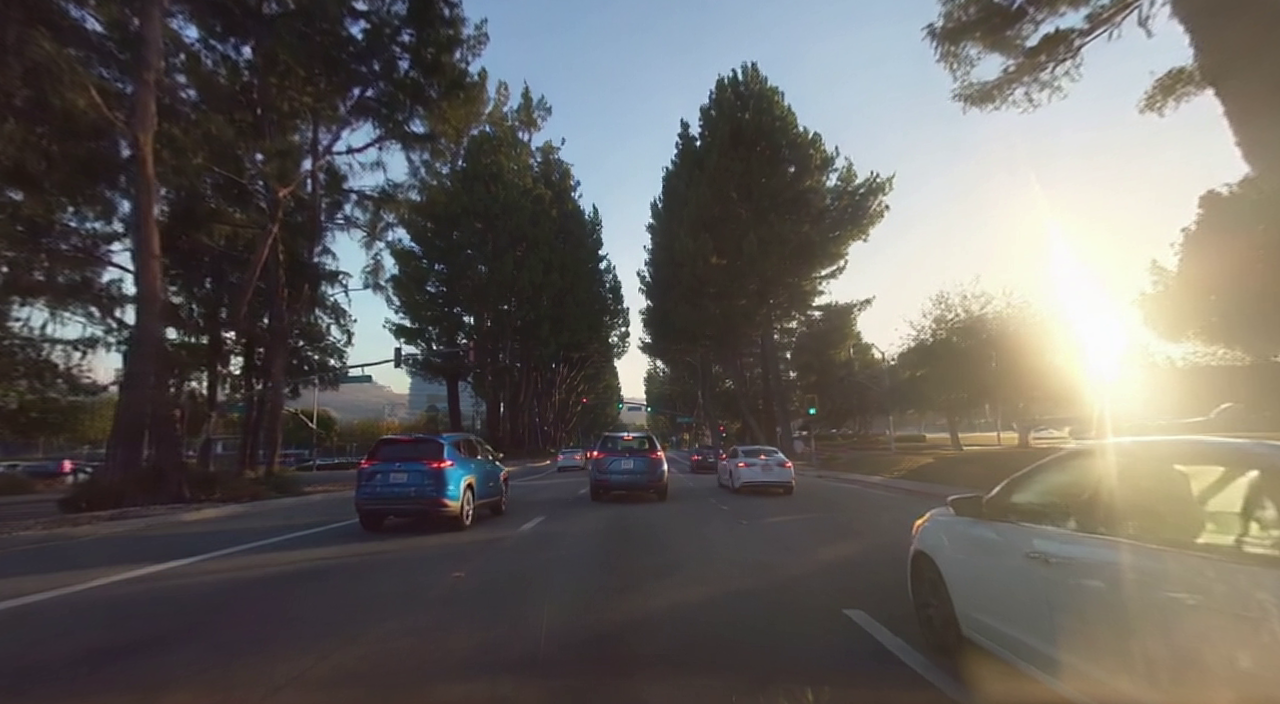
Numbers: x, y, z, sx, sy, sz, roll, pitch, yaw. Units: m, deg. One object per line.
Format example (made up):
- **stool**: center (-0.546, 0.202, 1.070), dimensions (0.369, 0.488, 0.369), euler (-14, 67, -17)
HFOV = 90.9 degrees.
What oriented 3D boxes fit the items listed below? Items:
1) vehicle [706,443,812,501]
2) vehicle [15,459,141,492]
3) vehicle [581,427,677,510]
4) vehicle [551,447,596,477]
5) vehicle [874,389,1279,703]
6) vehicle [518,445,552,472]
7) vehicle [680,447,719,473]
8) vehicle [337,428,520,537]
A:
- **vehicle**: center (3.379, 3.514, 18.991), dimensions (2.036, 1.480, 4.659), euler (0, -8, -3)
- **vehicle**: center (-34.118, 7.486, 38.424), dimensions (5.352, 1.850, 2.276), euler (0, -8, -2)
- **vehicle**: center (-0.262, 2.922, 16.337), dimensions (2.132, 1.816, 4.471), euler (0, -8, 0)
- **vehicle**: center (-3.499, 5.868, 33.847), dimensions (1.897, 1.479, 4.204), euler (0, -8, 1)
- **vehicle**: center (2.997, 1.031, 3.108), dimensions (1.976, 1.491, 4.427), euler (0, -8, 0)
- **vehicle**: center (-7.186, 7.302, 43.428), dimensions (2.051, 1.722, 4.412), euler (1, -8, -6)
- **vehicle**: center (3.642, 6.697, 39.323), dimensions (1.996, 1.443, 4.270), euler (0, -8, -1)
- **vehicle**: center (-3.790, 2.402, 12.255), dimensions (2.039, 1.709, 4.265), euler (0, -8, 0)
